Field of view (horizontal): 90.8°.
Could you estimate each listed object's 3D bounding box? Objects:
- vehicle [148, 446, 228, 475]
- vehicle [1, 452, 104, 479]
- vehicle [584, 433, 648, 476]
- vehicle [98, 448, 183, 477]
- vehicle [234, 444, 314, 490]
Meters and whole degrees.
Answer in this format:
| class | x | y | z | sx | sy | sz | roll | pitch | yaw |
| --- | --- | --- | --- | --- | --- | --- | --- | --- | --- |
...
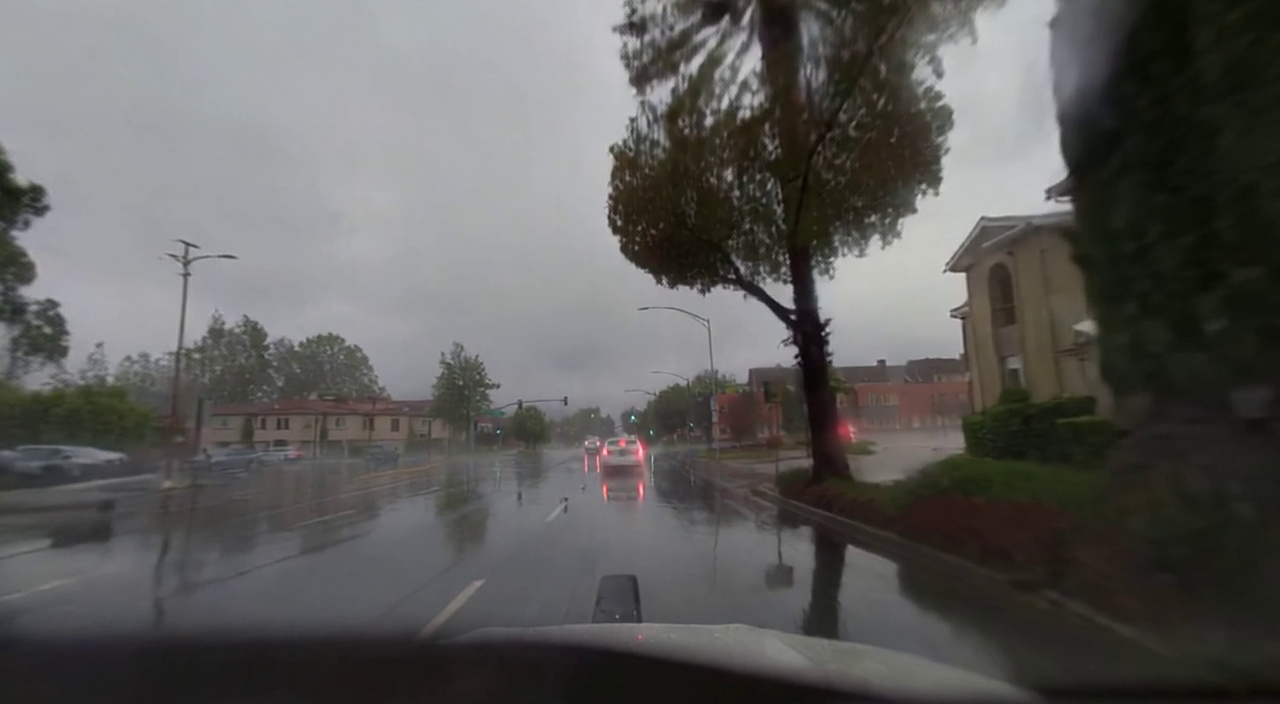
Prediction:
| class | x | y | z | sx | sy | sz | roll | pitch | yaw |
| --- | --- | --- | --- | --- | --- | --- | --- | --- | --- |
| vehicle | -26.694 | 6.412 | 37.458 | 1.816 | 1.586 | 3.958 | 0 | -9 | -1 |
| vehicle | -34.732 | 6.691 | 37.522 | 1.940 | 1.474 | 4.384 | 0 | -9 | -1 |
| vehicle | -0.852 | 4.031 | 24.897 | 2.060 | 1.526 | 3.859 | -1 | -9 | 5 |
| vehicle | -29.204 | 6.427 | 37.101 | 1.812 | 1.585 | 3.938 | 0 | -9 | -3 |
| vehicle | -13.353 | 4.184 | 23.333 | 1.903 | 1.487 | 4.784 | 3 | -9 | -22 |
